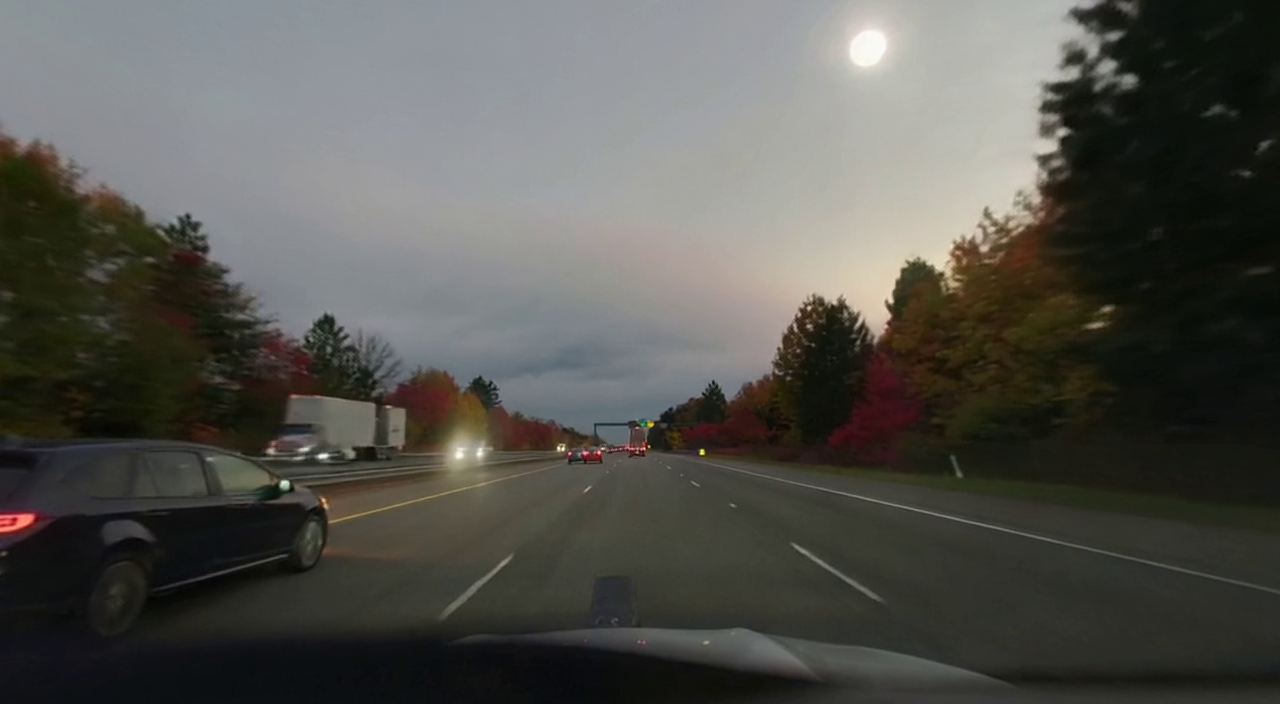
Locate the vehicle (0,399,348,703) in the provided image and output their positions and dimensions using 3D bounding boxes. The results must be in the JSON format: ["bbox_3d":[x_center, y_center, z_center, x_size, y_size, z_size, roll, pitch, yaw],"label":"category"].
[{"bbox_3d":[-4.275,1.273,4.854,2.071,1.525,4.058,0,-9,0],"label":"vehicle"}]

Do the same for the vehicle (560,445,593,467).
[{"bbox_3d":[-4.426,7.348,44.401,1.963,1.475,3.665,0,-9,0],"label":"vehicle"}]

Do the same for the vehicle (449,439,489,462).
[{"bbox_3d":[-13.266,7.691,48.911,1.946,1.640,4.360,0,-9,0],"label":"vehicle"}]
